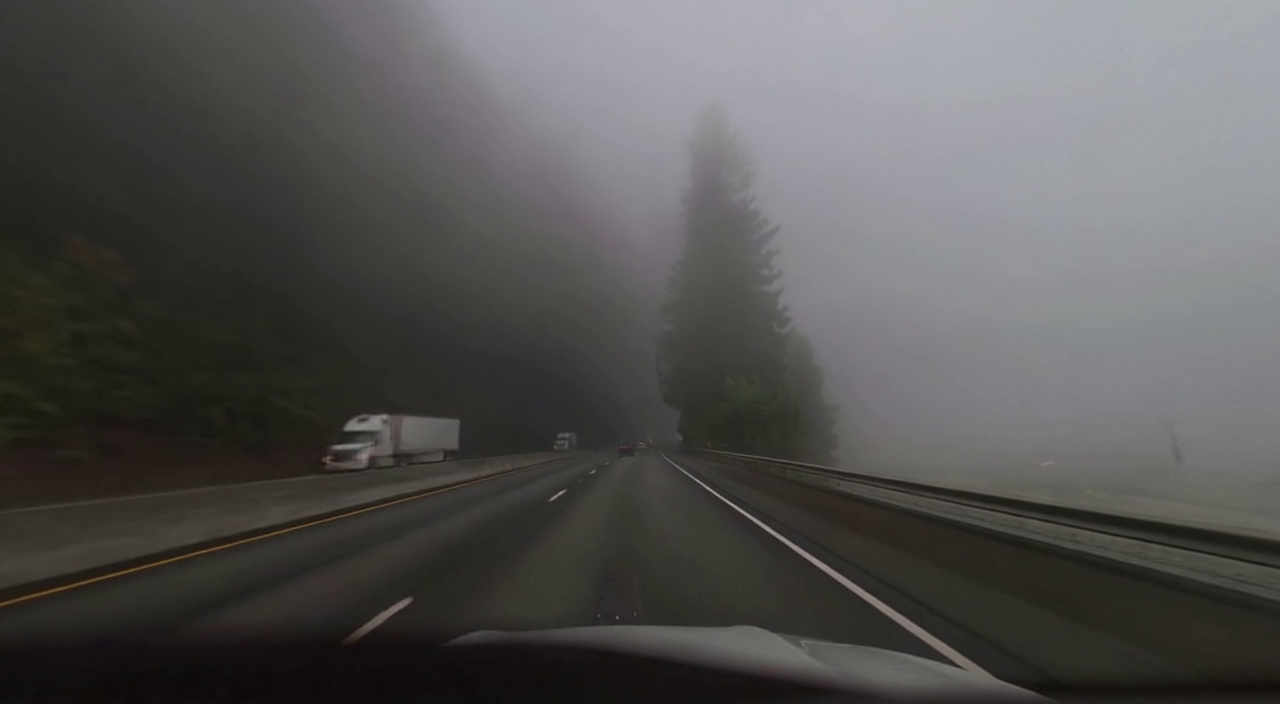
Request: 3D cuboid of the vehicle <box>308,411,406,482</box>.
[{"bbox_3d":[-16.999,5.713,38.296,3.007,3.957,5.959,-1,-8,1],"label":"vehicle"}]
